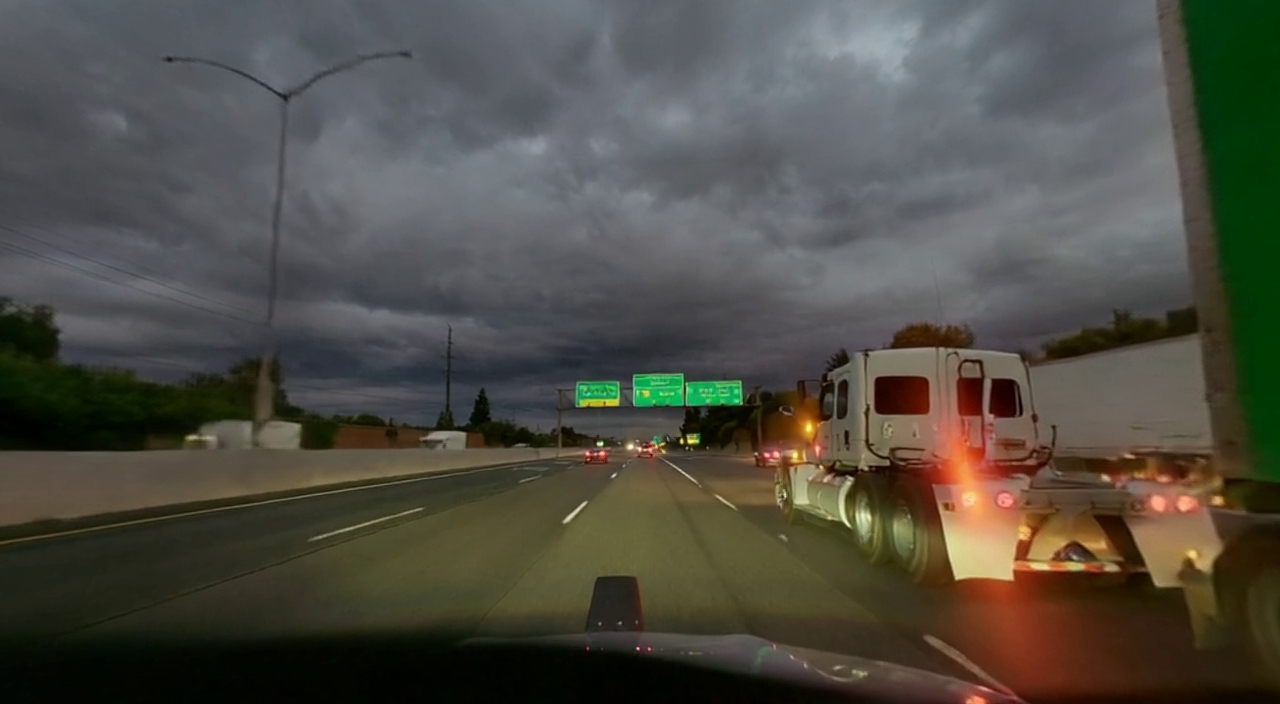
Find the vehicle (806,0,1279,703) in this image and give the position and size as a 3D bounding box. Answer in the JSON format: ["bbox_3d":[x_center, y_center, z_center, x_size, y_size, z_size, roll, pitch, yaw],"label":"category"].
[{"bbox_3d":[3.961,-0.401,1.595,2.899,4.078,16.430,0,-9,1],"label":"vehicle"}]

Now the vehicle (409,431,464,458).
[{"bbox_3d":[-14.289,6.552,44.459,2.205,1.808,4.768,0,-9,1],"label":"vehicle"}]

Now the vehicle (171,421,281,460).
[{"bbox_3d":[-17.817,3.867,27.357,1.972,1.514,4.040,0,-9,0],"label":"vehicle"}]
